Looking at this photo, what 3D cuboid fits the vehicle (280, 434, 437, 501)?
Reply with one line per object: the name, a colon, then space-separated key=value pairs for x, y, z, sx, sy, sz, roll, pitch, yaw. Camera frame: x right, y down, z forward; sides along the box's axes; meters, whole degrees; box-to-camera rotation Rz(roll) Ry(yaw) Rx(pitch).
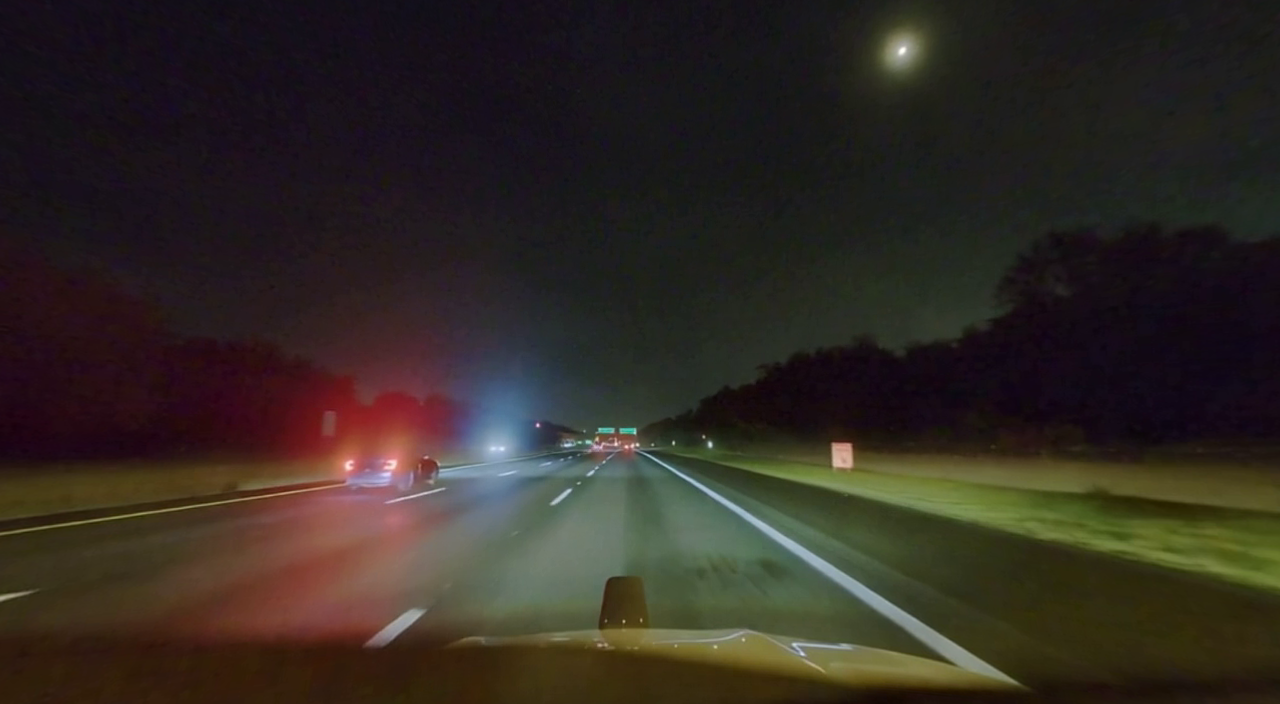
vehicle: x=-6.953 y=2.880 z=16.168 sx=2.053 sy=1.452 sz=4.347 roll=0 pitch=-8 yaw=0
